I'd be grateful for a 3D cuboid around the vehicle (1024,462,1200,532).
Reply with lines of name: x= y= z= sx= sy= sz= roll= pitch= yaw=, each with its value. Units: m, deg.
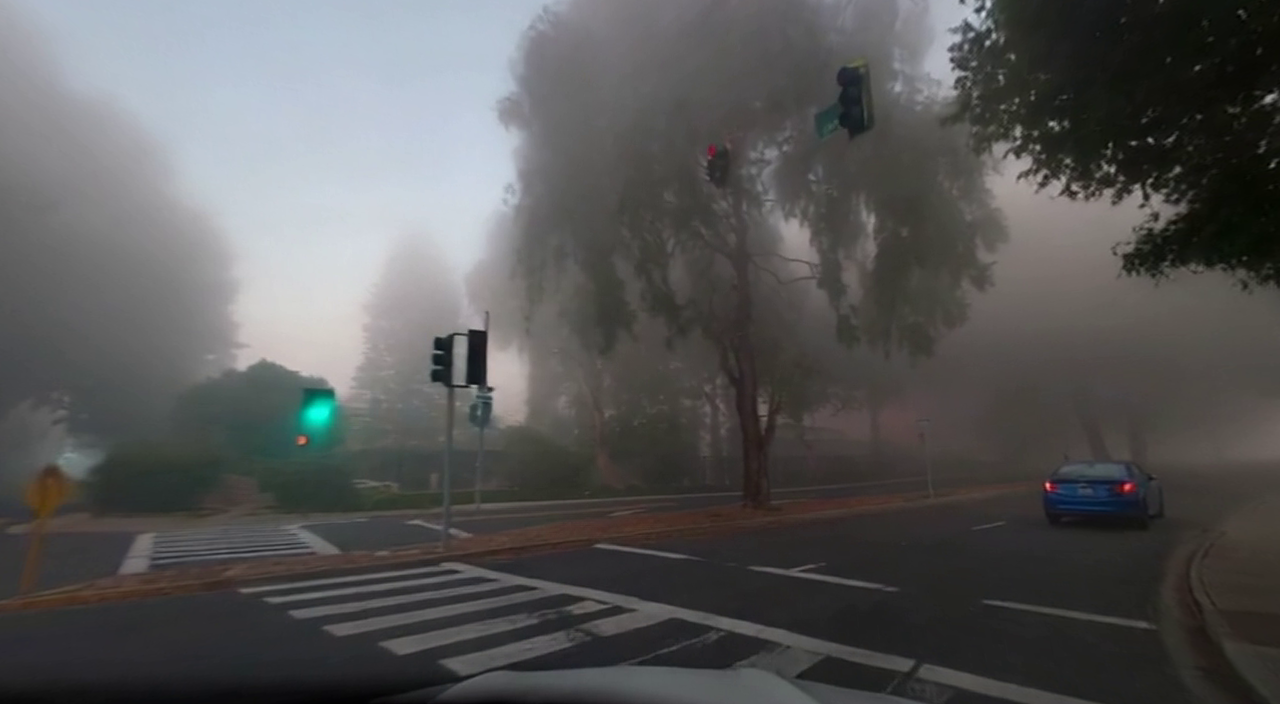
vehicle: x=10.647 y=3.111 z=14.036 sx=5.282 sy=1.250 sz=1.972 roll=9 pitch=-14 yaw=-41
